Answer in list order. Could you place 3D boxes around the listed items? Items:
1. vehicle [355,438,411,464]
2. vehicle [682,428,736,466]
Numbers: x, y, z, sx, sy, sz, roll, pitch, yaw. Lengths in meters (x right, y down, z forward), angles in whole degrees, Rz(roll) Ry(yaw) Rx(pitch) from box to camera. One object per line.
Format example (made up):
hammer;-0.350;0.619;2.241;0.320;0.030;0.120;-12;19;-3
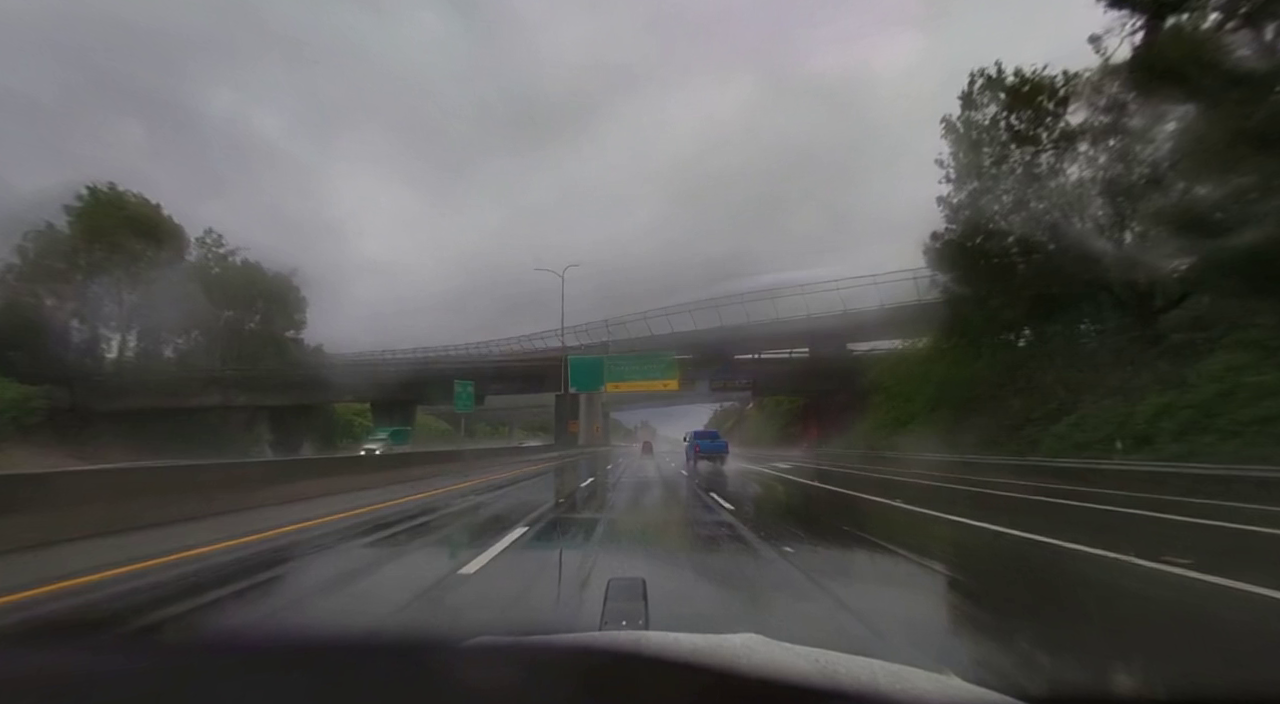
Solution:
vehicle;-19.349;7.477;47.771;2.113;1.797;4.867;0;-8;1
vehicle;3.938;5.597;37.161;2.505;2.020;5.532;0;-8;0
